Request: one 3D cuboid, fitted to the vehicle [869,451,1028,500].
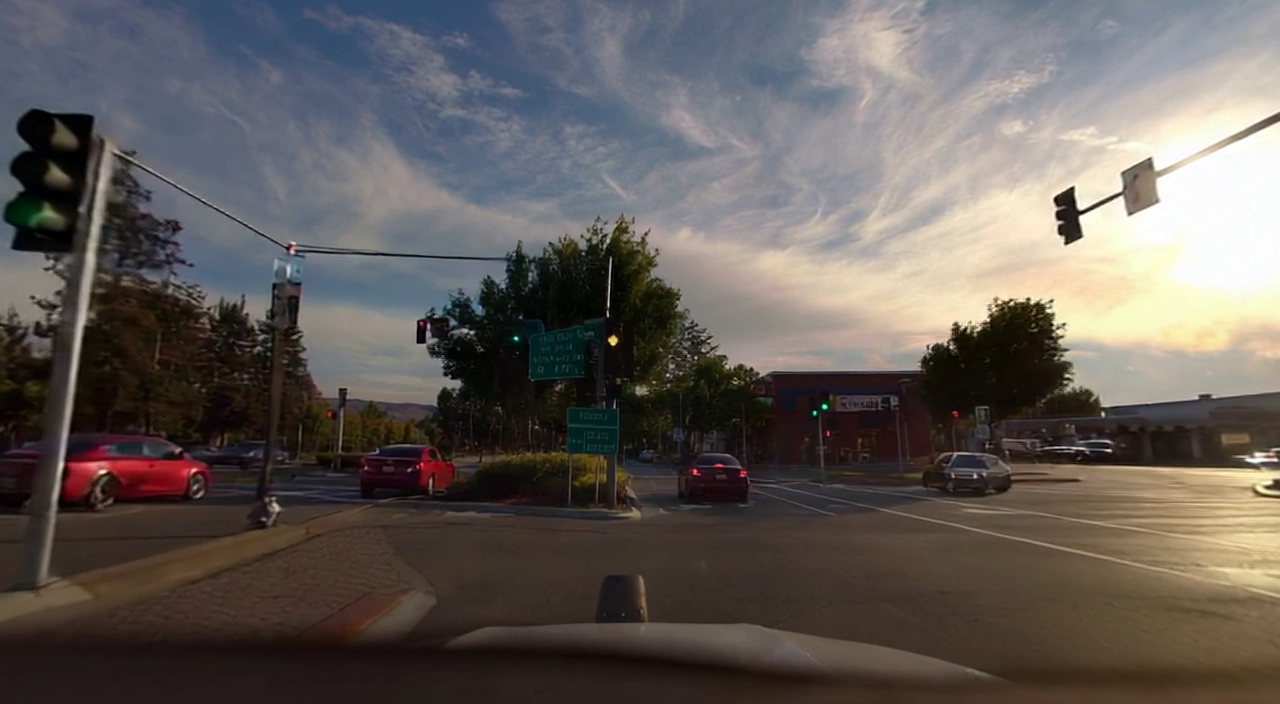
[{"bbox_3d":[10.576,4.199,21.710,4.703,1.492,1.930,2,-9,-14],"label":"vehicle"}]

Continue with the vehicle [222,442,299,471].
[{"bbox_3d":[-23.364,6.425,39.044,2.018,1.687,4.453,0,-8,-1],"label":"vehicle"}]

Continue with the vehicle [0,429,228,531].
[{"bbox_3d":[-10.185,2.253,11.748,1.979,1.494,4.693,0,-8,-2],"label":"vehicle"}]

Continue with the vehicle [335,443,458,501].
[{"bbox_3d":[-7.020,3.475,18.745,1.995,1.470,4.556,0,-8,-2],"label":"vehicle"}]

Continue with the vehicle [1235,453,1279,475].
[{"bbox_3d":[43.795,7.687,43.425,1.723,1.431,3.880,0,-8,-1],"label":"vehicle"}]

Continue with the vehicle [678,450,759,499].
[{"bbox_3d":[2.586,4.171,21.942,1.940,1.487,4.562,0,-8,-4],"label":"vehicle"}]
